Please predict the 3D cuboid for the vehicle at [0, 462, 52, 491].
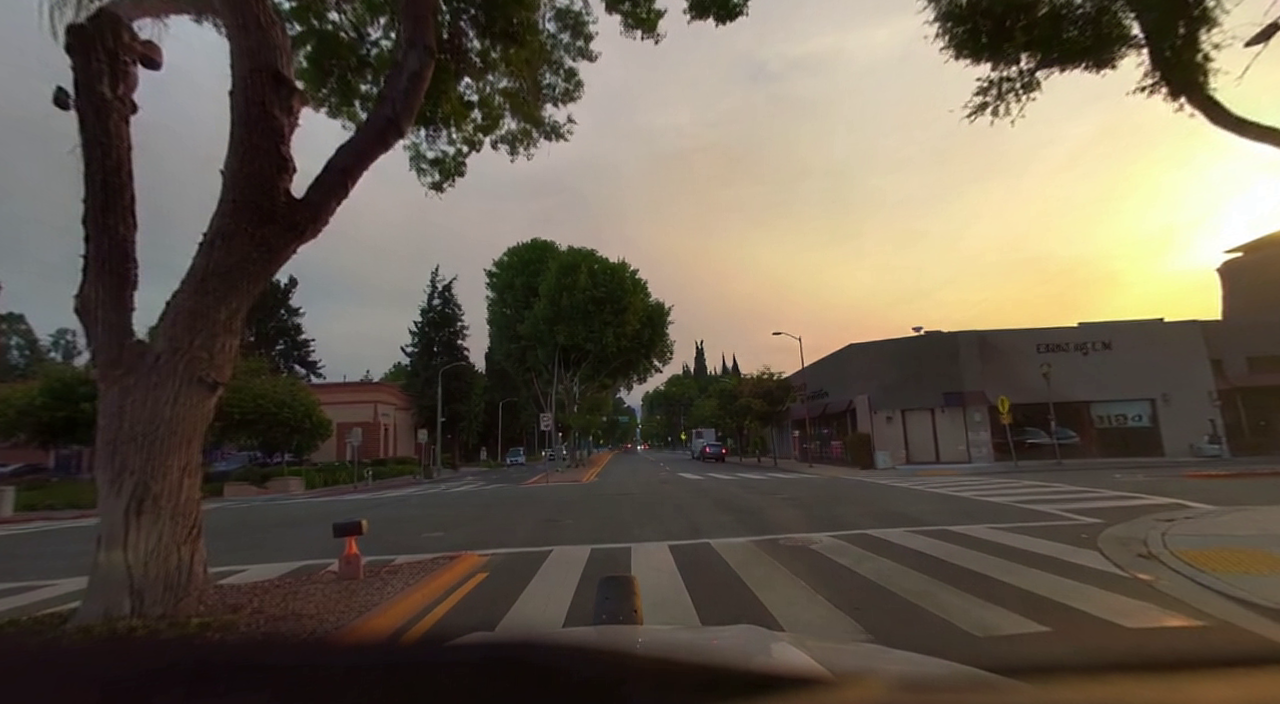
[{"bbox_3d":[-36.885,7.189,36.484,1.871,1.523,4.028,0,-9,1],"label":"vehicle"}]
